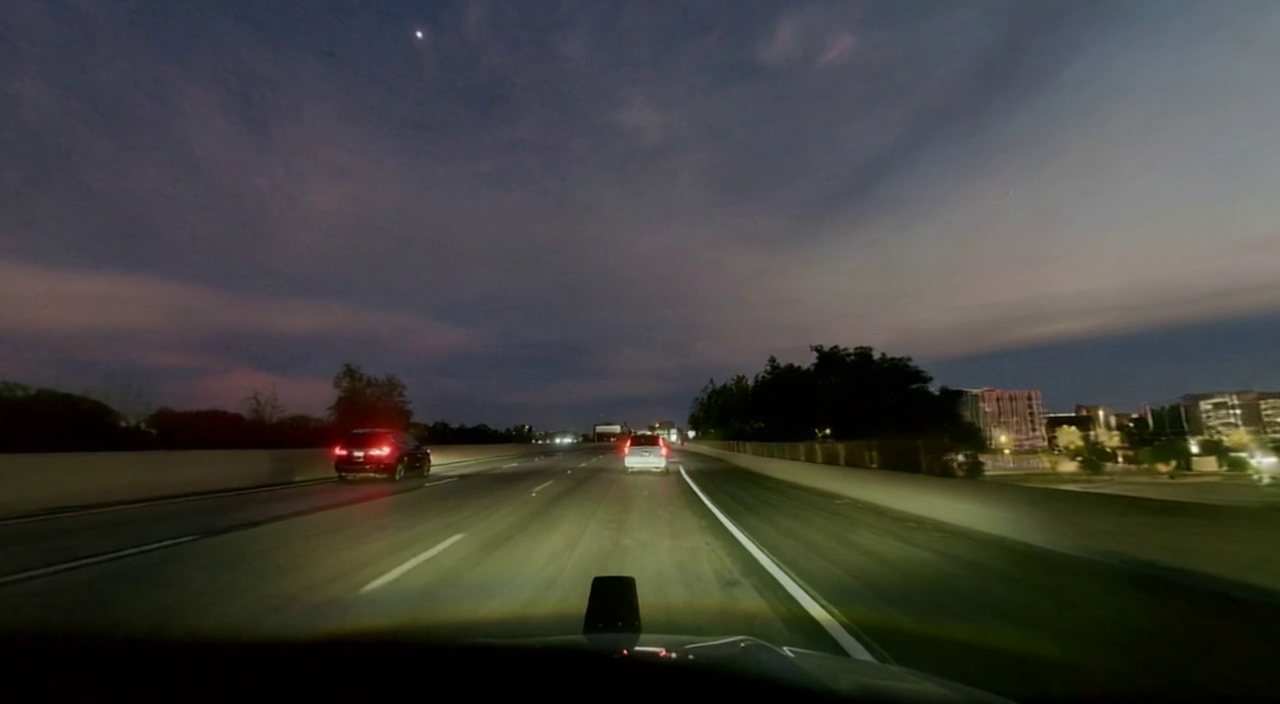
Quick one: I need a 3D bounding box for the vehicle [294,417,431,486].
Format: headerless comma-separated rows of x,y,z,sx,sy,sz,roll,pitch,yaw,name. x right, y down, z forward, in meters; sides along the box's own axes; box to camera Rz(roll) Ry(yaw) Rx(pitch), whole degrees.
-8.764,3.231,20.634,2.289,1.955,5.147,0,-9,-2,vehicle

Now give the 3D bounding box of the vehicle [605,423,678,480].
0.068,3.843,24.595,2.497,1.957,5.432,0,-9,0,vehicle
